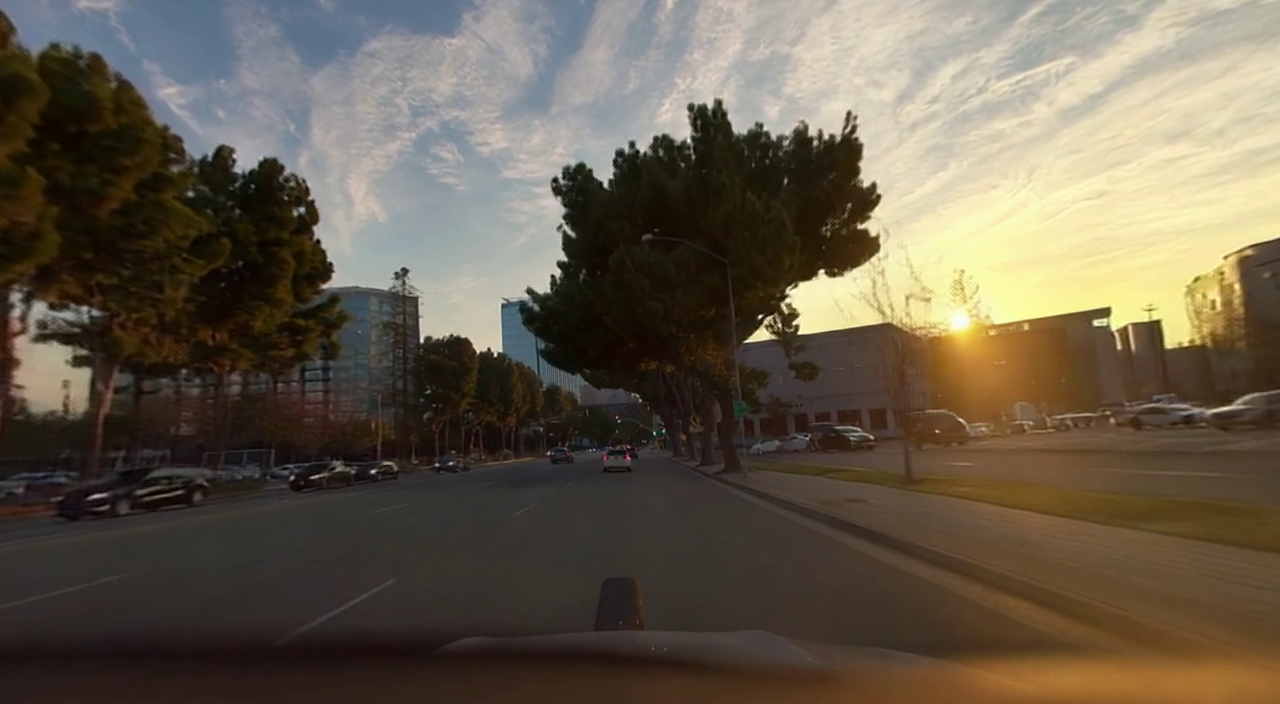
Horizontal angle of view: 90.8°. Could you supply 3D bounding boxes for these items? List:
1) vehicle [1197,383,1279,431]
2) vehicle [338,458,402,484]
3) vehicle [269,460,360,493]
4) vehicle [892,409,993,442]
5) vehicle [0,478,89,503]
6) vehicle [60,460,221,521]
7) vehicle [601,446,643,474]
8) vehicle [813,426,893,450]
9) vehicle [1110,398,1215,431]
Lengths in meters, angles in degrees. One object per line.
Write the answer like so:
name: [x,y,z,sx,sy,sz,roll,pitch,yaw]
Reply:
vehicle: [22.044,1.910,21.751,1.870,1.470,4.436,-1,-8,3]
vehicle: [-17.071,7.530,40.219,1.985,1.471,4.797,0,-8,0]
vehicle: [-16.563,6.339,32.463,2.058,1.459,4.704,0,-8,1]
vehicle: [15.072,3.713,31.598,3.956,1.504,2.170,2,-9,-9]
vehicle: [-39.330,9.056,41.464,4.429,1.486,1.942,0,-8,-1]
vehicle: [-16.993,4.681,21.865,2.016,1.598,4.545,-3,-8,-2]
vehicle: [-0.957,6.198,36.625,2.235,1.500,4.420,0,-8,1]
vehicle: [13.162,5.353,39.187,4.144,1.407,2.201,0,-8,-2]
vehicle: [28.821,3.540,35.085,1.857,1.615,4.839,0,-8,2]
